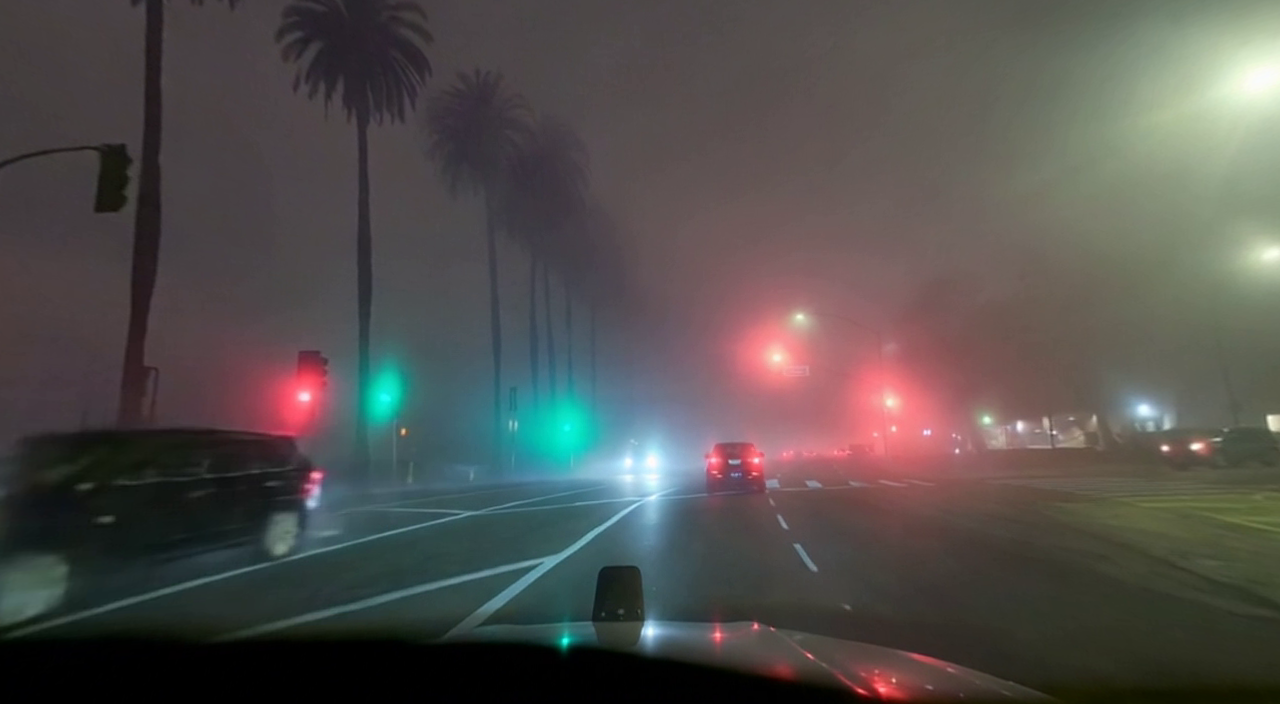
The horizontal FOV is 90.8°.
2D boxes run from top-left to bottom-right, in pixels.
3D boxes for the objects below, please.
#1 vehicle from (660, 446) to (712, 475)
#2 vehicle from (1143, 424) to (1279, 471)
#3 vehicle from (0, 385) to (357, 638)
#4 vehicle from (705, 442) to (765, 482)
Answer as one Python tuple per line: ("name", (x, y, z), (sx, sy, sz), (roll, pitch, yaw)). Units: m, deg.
("vehicle", (2.544, 5.848, 34.236), (2.048, 1.418, 4.177), (-2, -9, 15))
("vehicle", (24.633, 4.039, 26.853), (5.049, 1.861, 2.081), (2, -8, -10))
("vehicle", (-5.187, 1.424, 6.568), (2.013, 1.746, 4.366), (-1, -8, 7))
("vehicle", (4.005, 4.498, 26.165), (2.096, 1.492, 4.071), (-2, -9, 13))
